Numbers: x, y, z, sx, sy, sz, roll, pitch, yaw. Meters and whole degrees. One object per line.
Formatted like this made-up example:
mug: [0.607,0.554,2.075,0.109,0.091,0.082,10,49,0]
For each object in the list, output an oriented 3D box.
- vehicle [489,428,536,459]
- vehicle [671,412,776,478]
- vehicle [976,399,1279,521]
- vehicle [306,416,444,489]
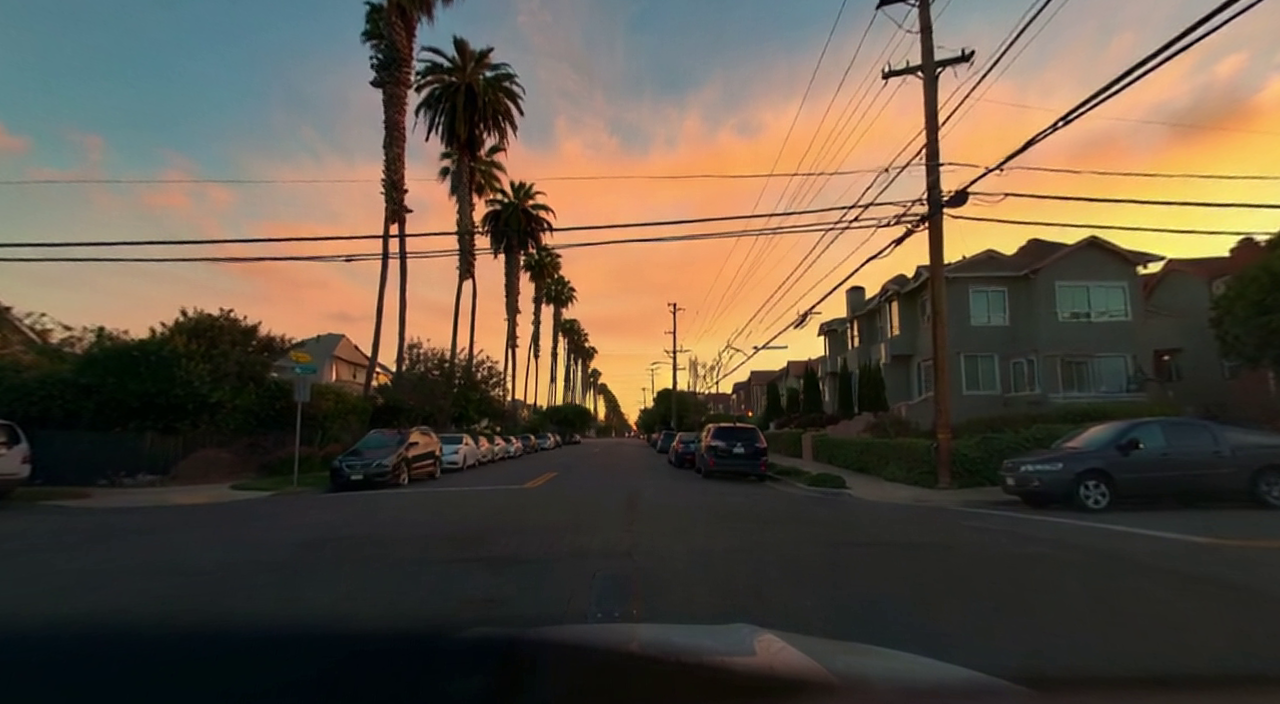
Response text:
vehicle: [-8.133,5.895,40.754,2.178,1.865,4.658,0,-8,-2]
vehicle: [2.565,3.110,21.284,2.505,1.895,5.805,0,-8,-3]
vehicle: [10.216,2.005,12.317,5.971,1.967,2.385,-1,-8,-5]
vehicle: [-7.070,2.717,17.452,2.198,1.724,4.493,1,-8,-5]
